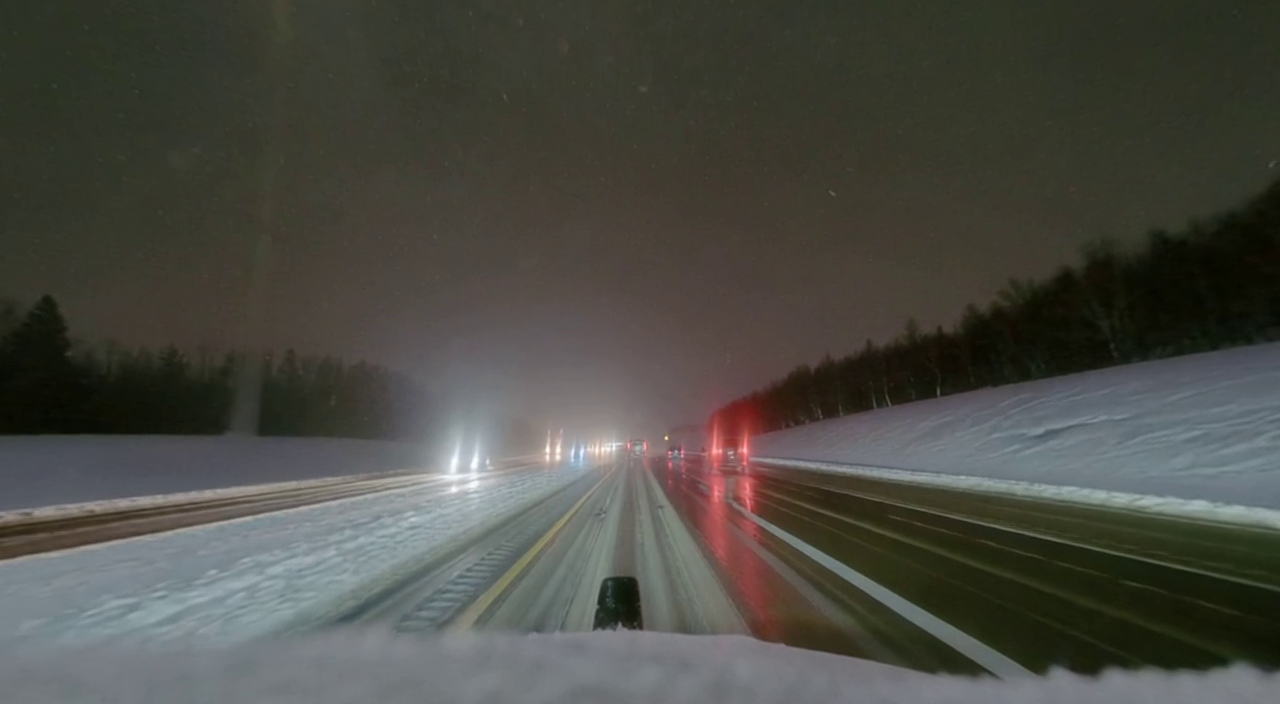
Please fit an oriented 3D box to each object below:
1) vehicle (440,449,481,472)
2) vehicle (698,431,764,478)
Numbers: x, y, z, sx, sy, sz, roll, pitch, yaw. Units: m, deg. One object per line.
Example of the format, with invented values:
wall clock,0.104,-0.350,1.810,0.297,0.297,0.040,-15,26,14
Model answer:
vehicle,-13.004,7.871,45.661,1.817,1.546,3.767,0,-9,0
vehicle,3.988,4.619,28.471,2.177,1.914,5.245,0,-9,0
